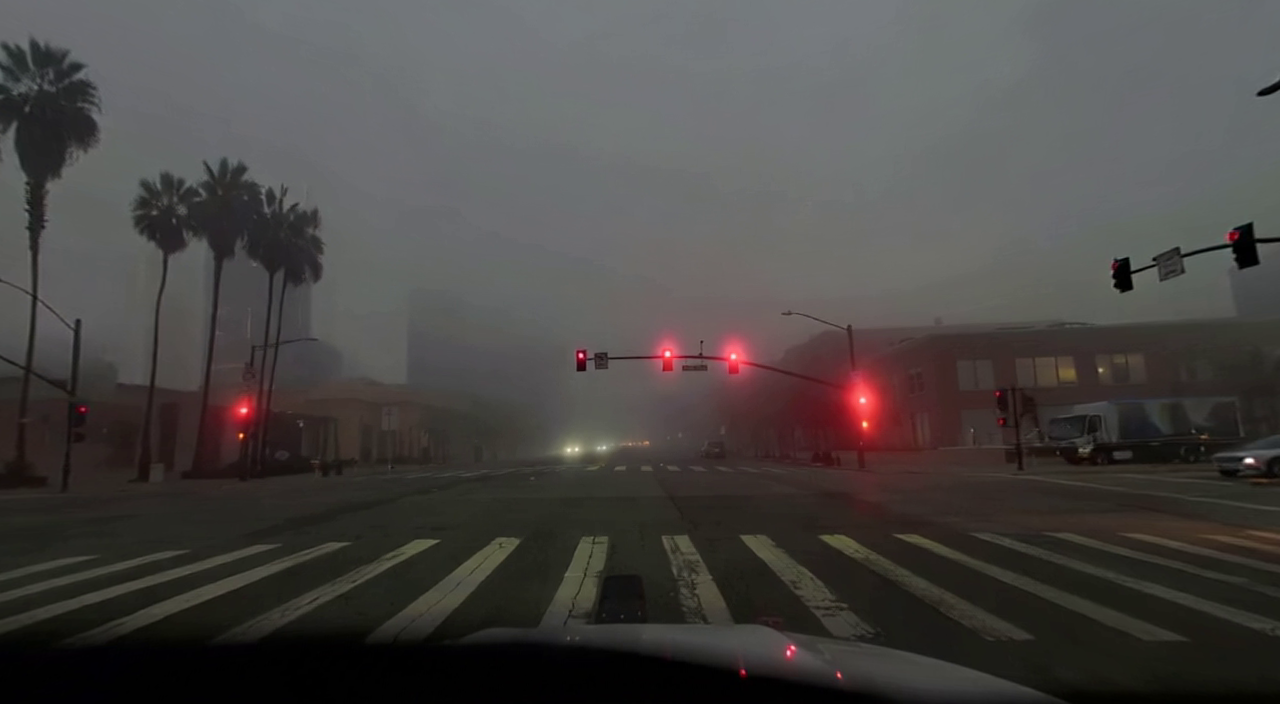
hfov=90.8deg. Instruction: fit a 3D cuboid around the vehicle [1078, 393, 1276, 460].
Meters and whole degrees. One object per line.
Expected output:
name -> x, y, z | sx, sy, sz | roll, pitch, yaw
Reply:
vehicle -> 32.623, 4.725, 39.336 | 2.863, 3.609, 10.252 | 0, -8, -3
